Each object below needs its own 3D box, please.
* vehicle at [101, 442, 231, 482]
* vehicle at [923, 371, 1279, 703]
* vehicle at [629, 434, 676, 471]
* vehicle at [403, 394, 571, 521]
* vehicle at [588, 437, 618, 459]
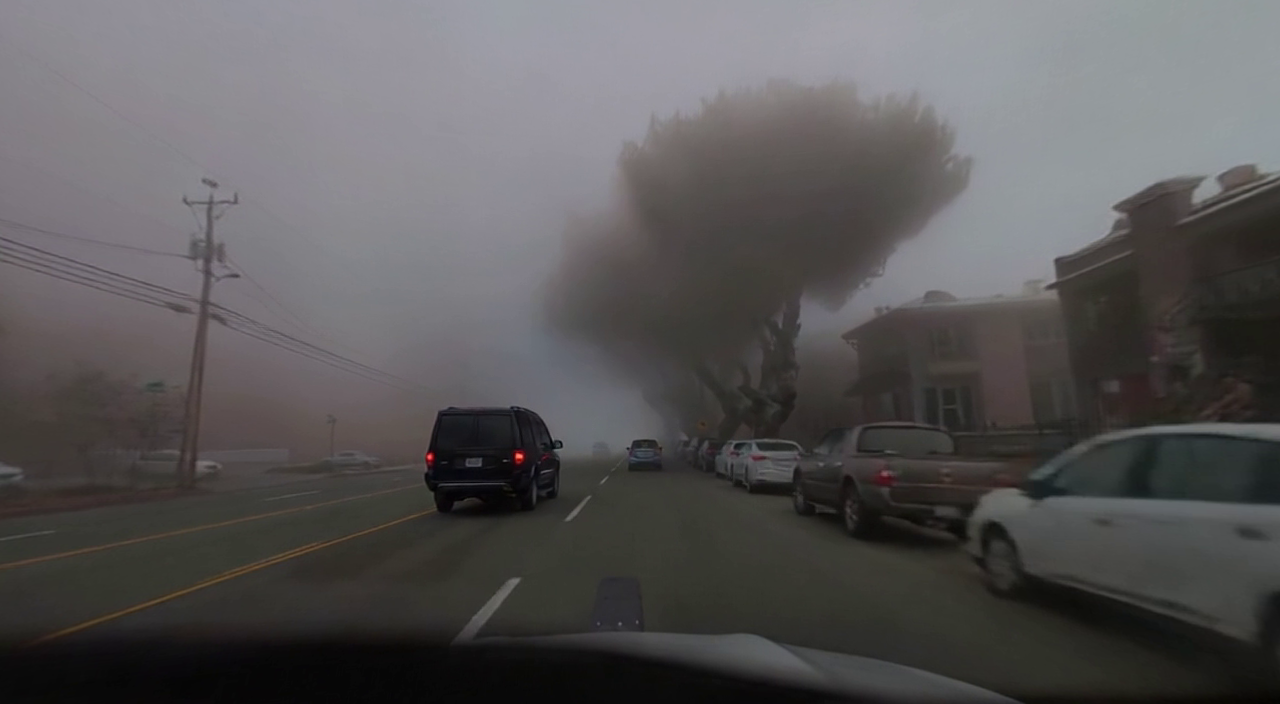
[{"bbox_3d":[-23.969,5.560,32.075,4.791,1.928,2.144,0,-8,0],"label":"vehicle"},{"bbox_3d":[3.816,1.054,3.753,1.947,1.646,4.782,0,-8,-1],"label":"vehicle"},{"bbox_3d":[0.541,4.904,30.970,2.126,1.657,4.132,0,-8,0],"label":"vehicle"},{"bbox_3d":[-2.864,2.158,13.280,2.213,2.123,5.124,0,-8,0],"label":"vehicle"},{"bbox_3d":[-2.887,7.575,49.846,2.028,1.689,4.162,0,-8,1],"label":"vehicle"}]
